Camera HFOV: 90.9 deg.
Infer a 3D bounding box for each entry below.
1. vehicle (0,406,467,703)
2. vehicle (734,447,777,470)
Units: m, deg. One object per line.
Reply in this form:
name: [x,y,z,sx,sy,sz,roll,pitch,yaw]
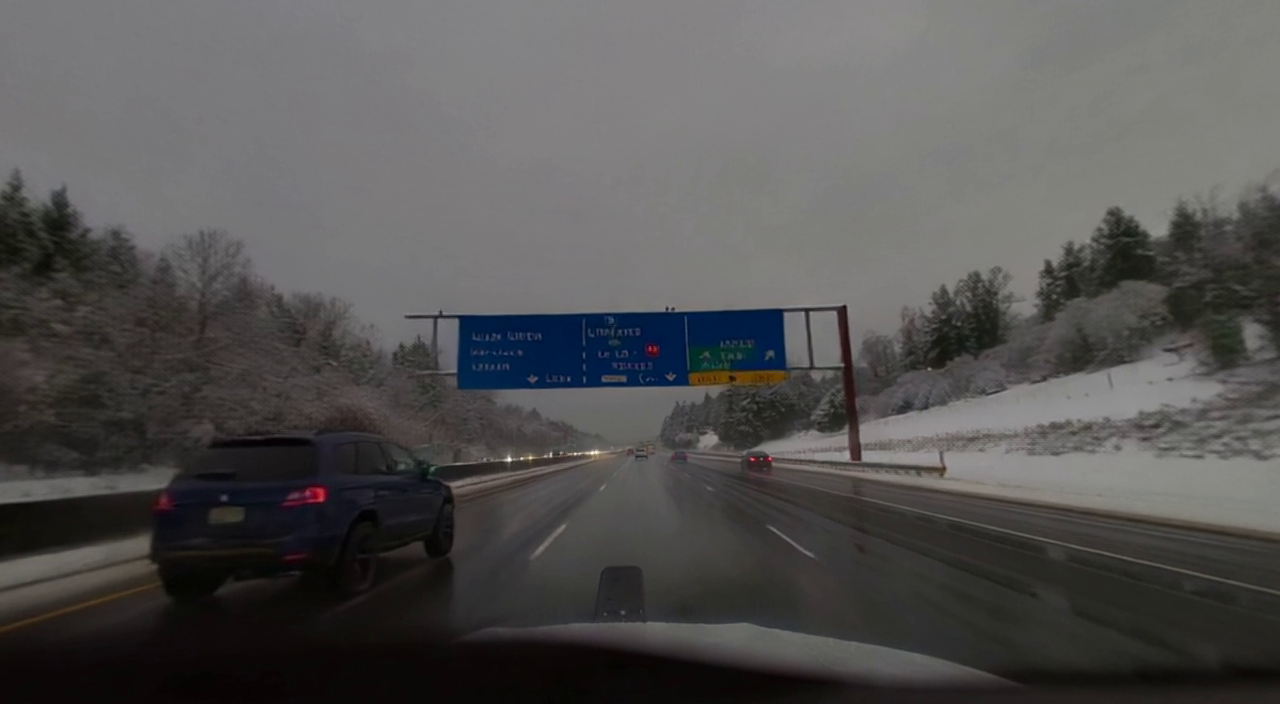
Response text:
vehicle: [-3.221,1.393,5.427,2.191,1.563,4.318,0,-9,1]
vehicle: [7.798,7.231,42.909,1.943,1.493,4.507,0,-9,-1]
